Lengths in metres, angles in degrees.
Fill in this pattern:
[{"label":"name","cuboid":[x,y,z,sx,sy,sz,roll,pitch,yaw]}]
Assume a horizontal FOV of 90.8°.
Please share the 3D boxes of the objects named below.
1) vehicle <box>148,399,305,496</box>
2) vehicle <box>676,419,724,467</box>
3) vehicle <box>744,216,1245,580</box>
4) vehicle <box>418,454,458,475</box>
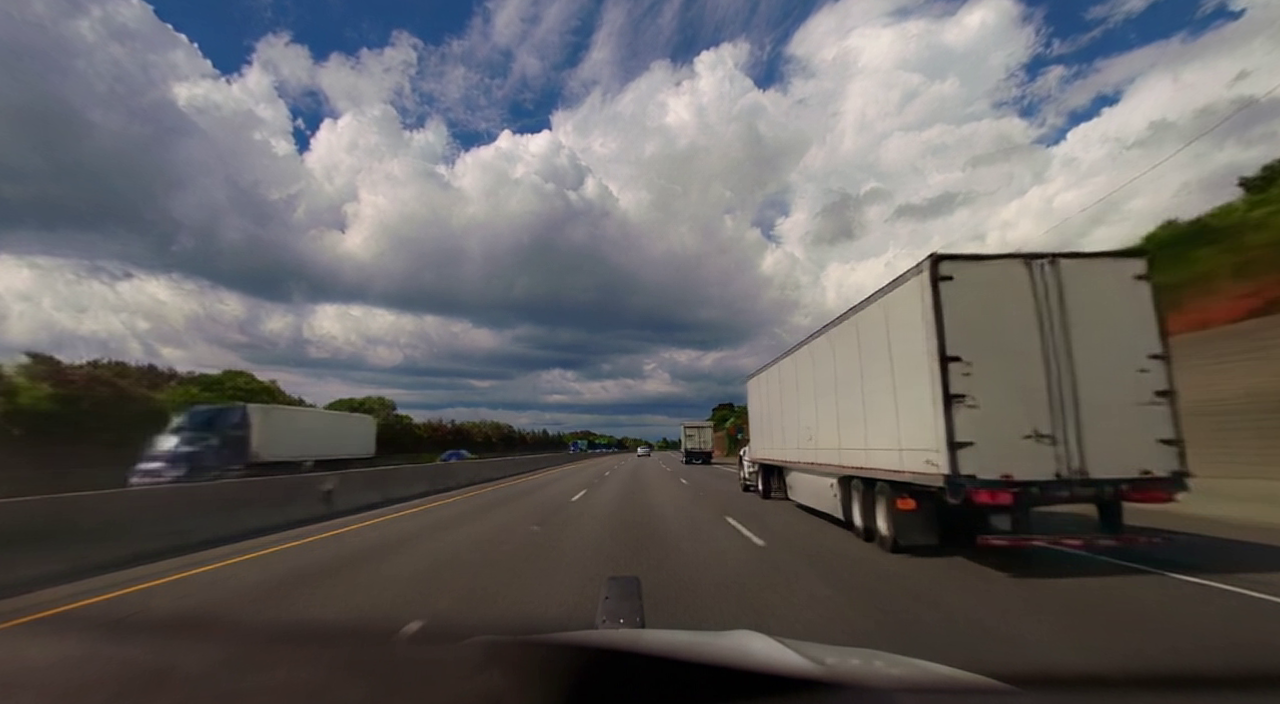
[{"label":"vehicle","cuboid":[-18.849,4.432,29.351,3.052,4.014,5.939,0,-9,0]},{"label":"vehicle","cuboid":[4.445,7.033,48.381,2.771,3.313,8.121,0,-9,-1]},{"label":"vehicle","cuboid":[4.440,1.205,11.698,3.032,3.785,10.333,0,-9,-1]},{"label":"vehicle","cuboid":[-14.631,8.129,45.792,1.641,1.413,3.718,0,-9,0]}]
